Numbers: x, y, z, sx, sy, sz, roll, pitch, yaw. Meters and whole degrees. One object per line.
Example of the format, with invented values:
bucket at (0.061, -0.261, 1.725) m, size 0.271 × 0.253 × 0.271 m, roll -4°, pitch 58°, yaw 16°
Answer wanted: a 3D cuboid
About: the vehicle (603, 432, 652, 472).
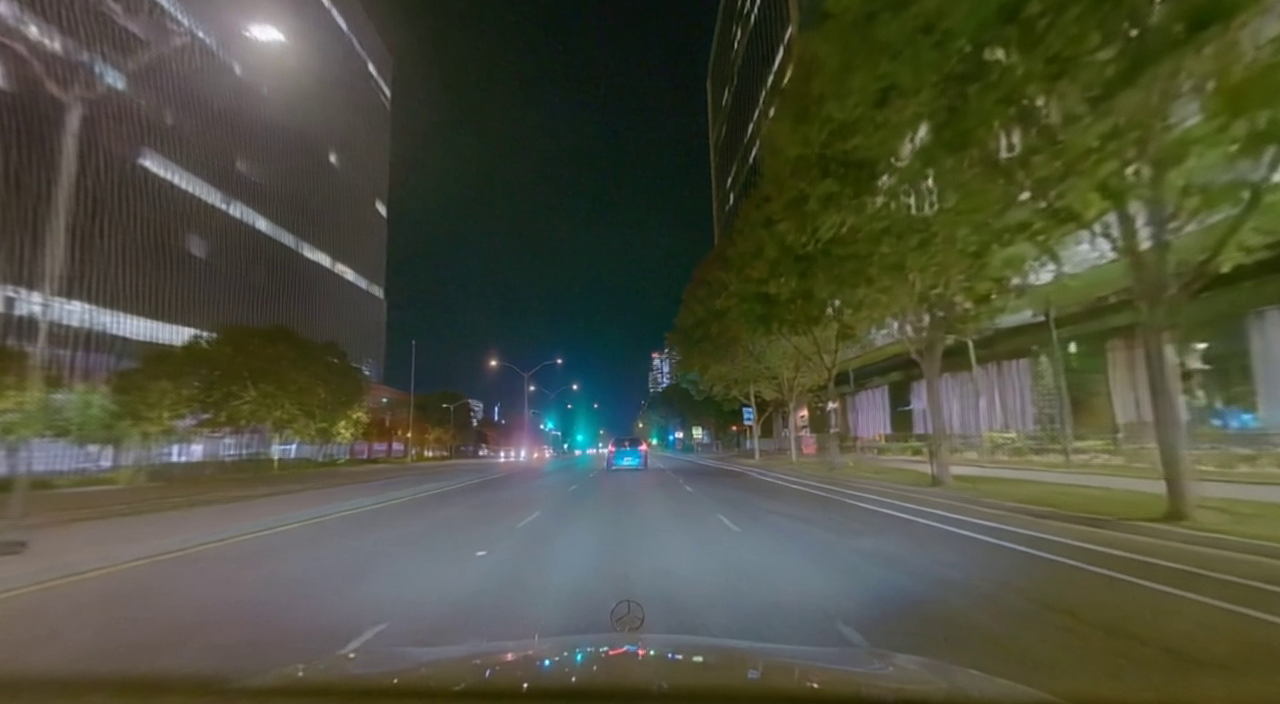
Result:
vehicle at (-0.614, 5.027, 32.024) m, size 2.313 × 1.860 × 4.319 m, roll 0°, pitch -8°, yaw 0°
